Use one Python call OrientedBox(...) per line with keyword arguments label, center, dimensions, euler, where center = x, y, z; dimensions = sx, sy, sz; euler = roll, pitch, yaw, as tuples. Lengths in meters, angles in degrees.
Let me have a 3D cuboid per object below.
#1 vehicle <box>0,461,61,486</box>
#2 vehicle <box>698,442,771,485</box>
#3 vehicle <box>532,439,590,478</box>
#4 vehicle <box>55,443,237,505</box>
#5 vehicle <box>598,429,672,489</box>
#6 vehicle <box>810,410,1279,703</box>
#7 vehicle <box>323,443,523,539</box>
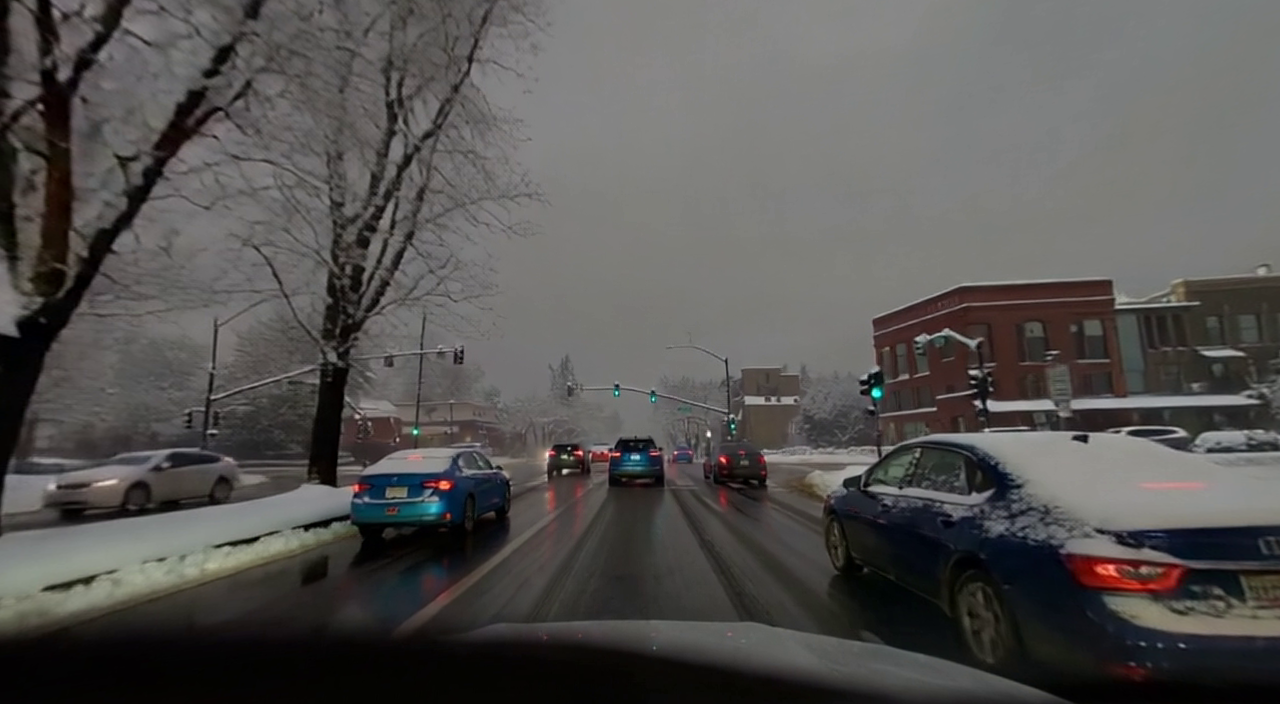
OrientedBox(label="vehicle", center=(-40.512, 7.909, 41.159), dimensions=(4.552, 1.492, 1.882), euler=(-3, -8, 19))
OrientedBox(label="vehicle", center=(3.492, 4.189, 24.151), dimensions=(2.058, 1.472, 4.317), euler=(0, -8, -1))
OrientedBox(label="vehicle", center=(-3.570, 4.863, 29.099), dimensions=(2.130, 1.645, 3.995), euler=(0, -8, 0))
OrientedBox(label="vehicle", center=(-16.189, 3.980, 21.103), dimensions=(2.205, 1.795, 4.757), euler=(0, -8, 0))
OrientedBox(label="vehicle", center=(-0.163, 3.746, 22.462), dimensions=(2.361, 1.898, 4.465), euler=(0, -8, 0))
OrientedBox(label="vehicle", center=(3.003, 1.308, 4.961), dimensions=(2.052, 1.475, 4.540), euler=(0, -8, 0))
OrientedBox(label="vehicle", center=(-3.529, 2.314, 11.173), dimensions=(2.115, 1.369, 3.908), euler=(0, -8, 0))
